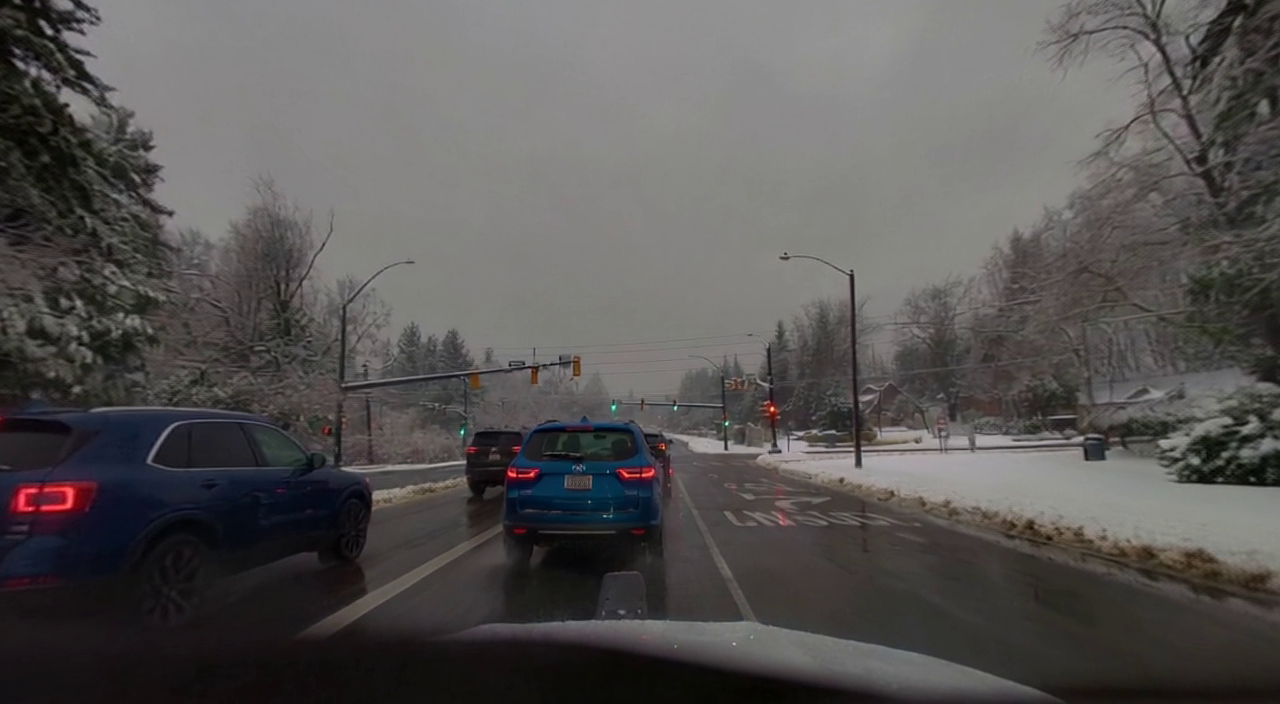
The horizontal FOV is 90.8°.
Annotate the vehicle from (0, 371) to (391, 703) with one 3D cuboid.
[{"bbox_3d":[-4.045,1.254,5.273,2.009,1.673,4.454,0,-8,1],"label":"vehicle"}]

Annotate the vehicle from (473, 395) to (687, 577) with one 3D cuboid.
[{"bbox_3d":[-0.523,1.703,8.871,2.131,1.793,5.016,0,-8,2],"label":"vehicle"}]
